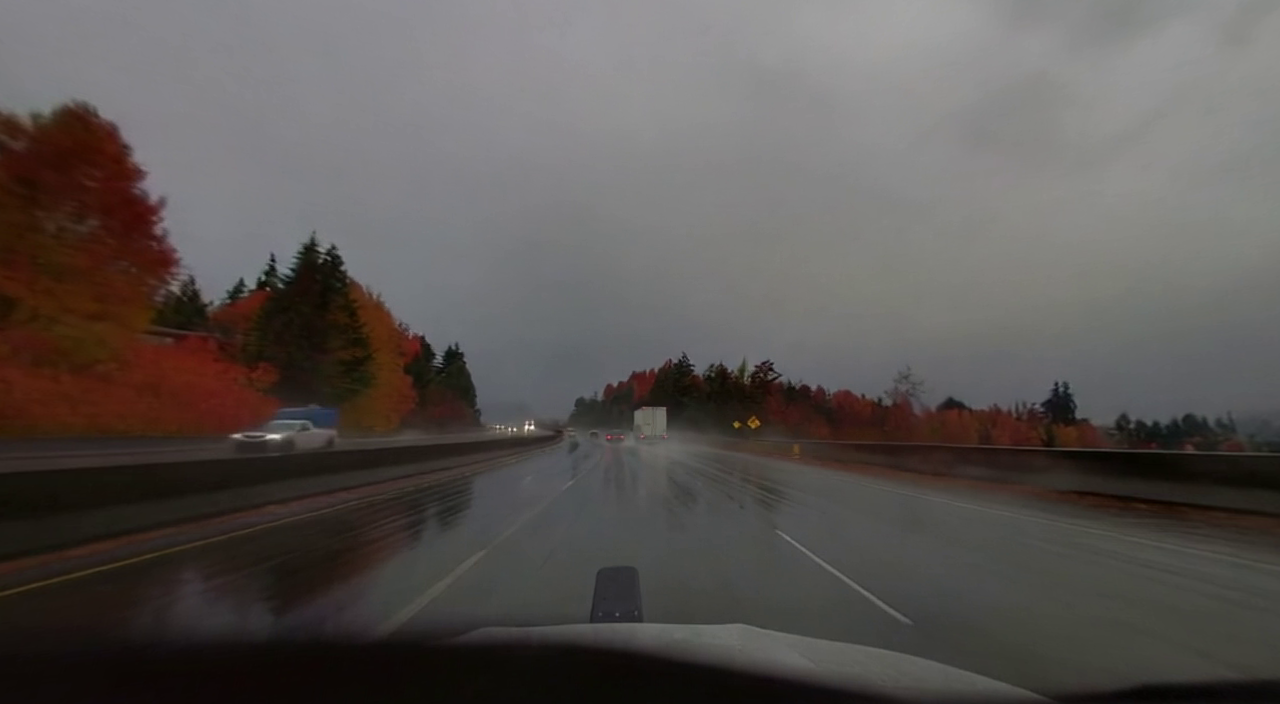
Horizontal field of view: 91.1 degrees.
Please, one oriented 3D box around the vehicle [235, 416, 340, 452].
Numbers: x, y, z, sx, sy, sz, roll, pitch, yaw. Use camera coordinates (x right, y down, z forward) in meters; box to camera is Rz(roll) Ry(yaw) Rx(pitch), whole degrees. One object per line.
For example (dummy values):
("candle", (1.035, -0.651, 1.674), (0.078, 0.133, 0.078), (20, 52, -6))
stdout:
("vehicle", (-21.100, 4.990, 38.058), (2.905, 1.965, 6.093), (0, -8, -1))
